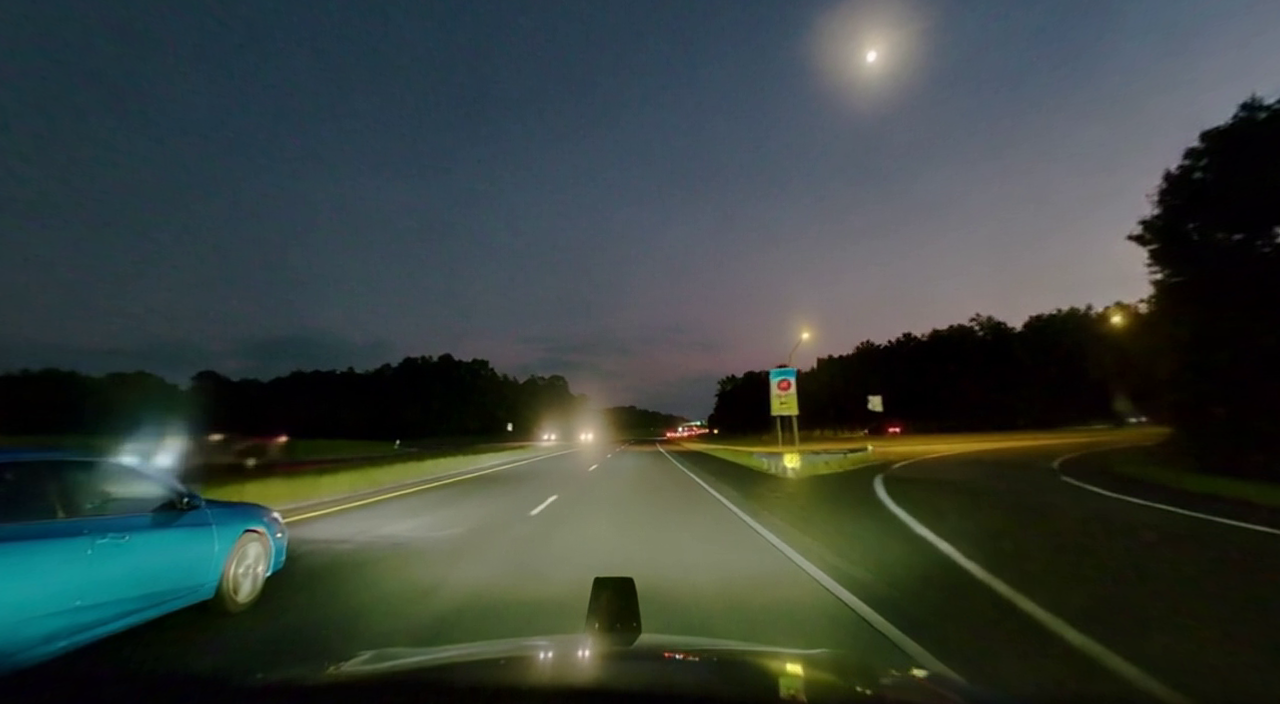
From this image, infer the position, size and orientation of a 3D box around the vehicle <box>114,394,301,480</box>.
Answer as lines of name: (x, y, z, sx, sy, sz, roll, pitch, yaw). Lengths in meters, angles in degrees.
vehicle: (-14.788, 2.978, 22.151, 2.373, 2.626, 5.780, 0, -8, 1)
